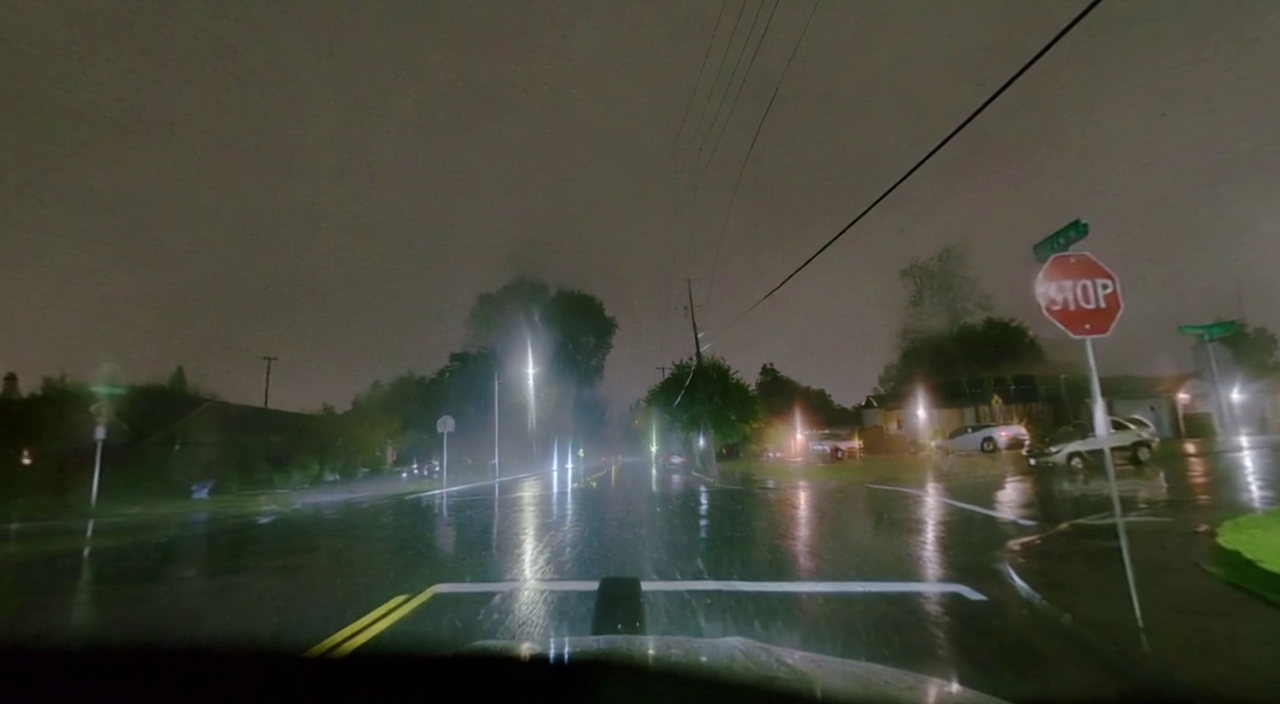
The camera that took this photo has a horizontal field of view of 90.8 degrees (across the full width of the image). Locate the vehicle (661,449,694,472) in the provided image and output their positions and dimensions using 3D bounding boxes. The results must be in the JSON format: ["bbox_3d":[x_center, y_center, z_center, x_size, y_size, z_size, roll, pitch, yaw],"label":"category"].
[{"bbox_3d":[2.773,8.160,47.641,2.000,1.560,4.487,0,-8,-2],"label":"vehicle"}]

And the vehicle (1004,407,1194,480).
[{"bbox_3d":[14.828,2.983,20.512,4.788,1.875,2.148,1,-20,-16],"label":"vehicle"}]

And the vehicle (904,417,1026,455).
[{"bbox_3d":[14.688,3.867,28.846,1.960,1.584,4.669,3,-9,-24],"label":"vehicle"}]

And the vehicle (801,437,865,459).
[{"bbox_3d":[13.484,6.700,44.084,4.032,1.444,1.747,3,-9,-23],"label":"vehicle"}]

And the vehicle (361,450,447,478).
[{"bbox_3d":[-12.666,6.026,34.024,3.937,1.390,1.644,0,-7,-1],"label":"vehicle"}]

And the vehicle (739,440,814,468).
[{"bbox_3d":[9.063,6.827,41.946,4.399,1.537,1.859,4,-20,-21],"label":"vehicle"}]
